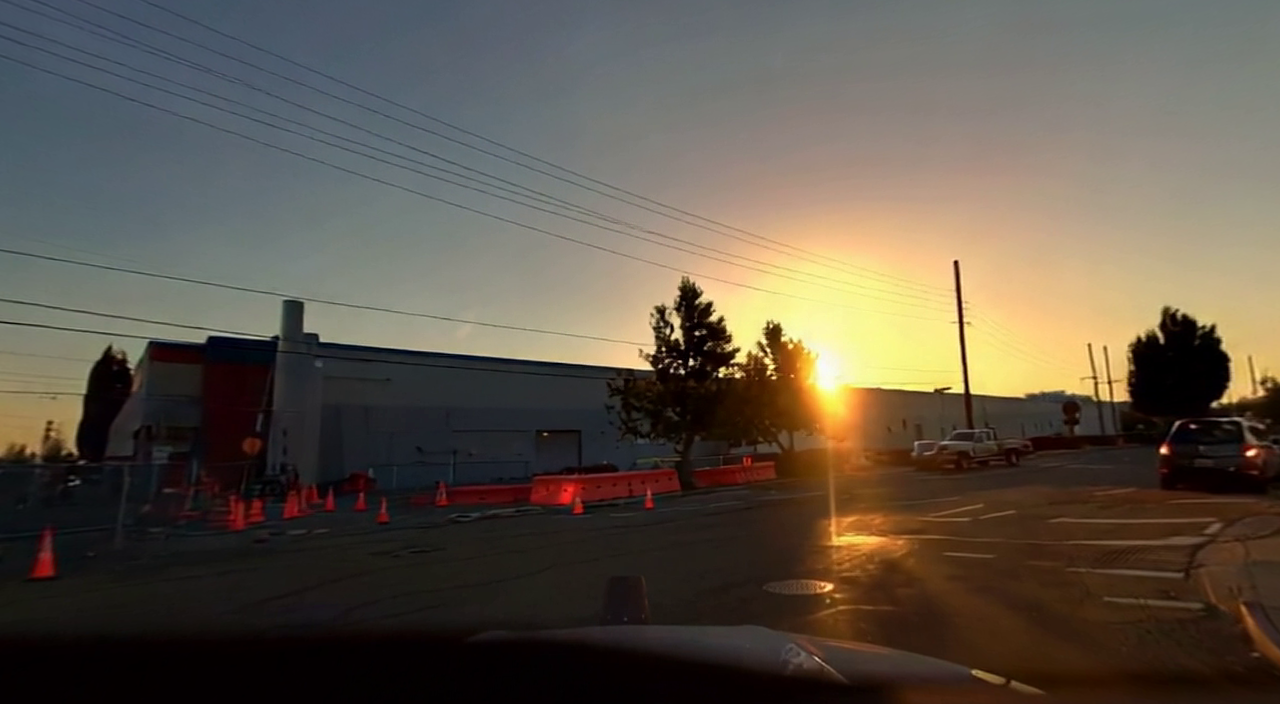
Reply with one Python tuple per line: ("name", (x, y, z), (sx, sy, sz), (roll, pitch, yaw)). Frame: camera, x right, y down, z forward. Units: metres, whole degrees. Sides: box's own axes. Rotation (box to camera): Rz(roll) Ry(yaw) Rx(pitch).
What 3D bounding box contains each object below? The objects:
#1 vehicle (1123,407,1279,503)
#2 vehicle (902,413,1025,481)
("vehicle", (13.701, 2.419, 15.060), (4.781, 1.897, 2.447), (8, -12, -42))
("vehicle", (17.495, 5.100, 33.818), (8.300, 3.218, 2.790), (8, -13, -41))
